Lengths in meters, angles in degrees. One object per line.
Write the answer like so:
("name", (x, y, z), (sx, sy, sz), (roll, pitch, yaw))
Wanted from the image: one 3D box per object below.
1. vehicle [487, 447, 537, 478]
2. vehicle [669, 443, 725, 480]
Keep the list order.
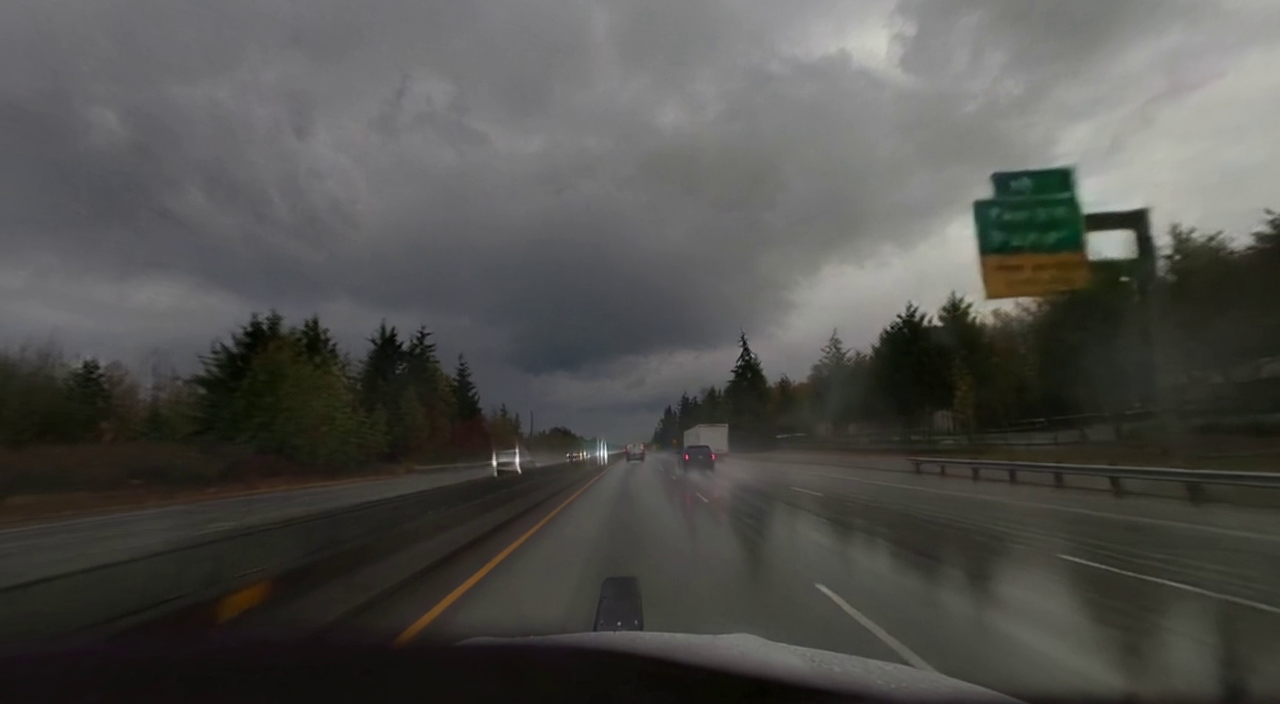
("vehicle", (-7.621, 6.591, 37.784), (2.078, 1.677, 4.402), (0, -9, 0))
("vehicle", (2.668, 5.284, 30.624), (2.123, 1.620, 4.959), (0, -9, -1))
